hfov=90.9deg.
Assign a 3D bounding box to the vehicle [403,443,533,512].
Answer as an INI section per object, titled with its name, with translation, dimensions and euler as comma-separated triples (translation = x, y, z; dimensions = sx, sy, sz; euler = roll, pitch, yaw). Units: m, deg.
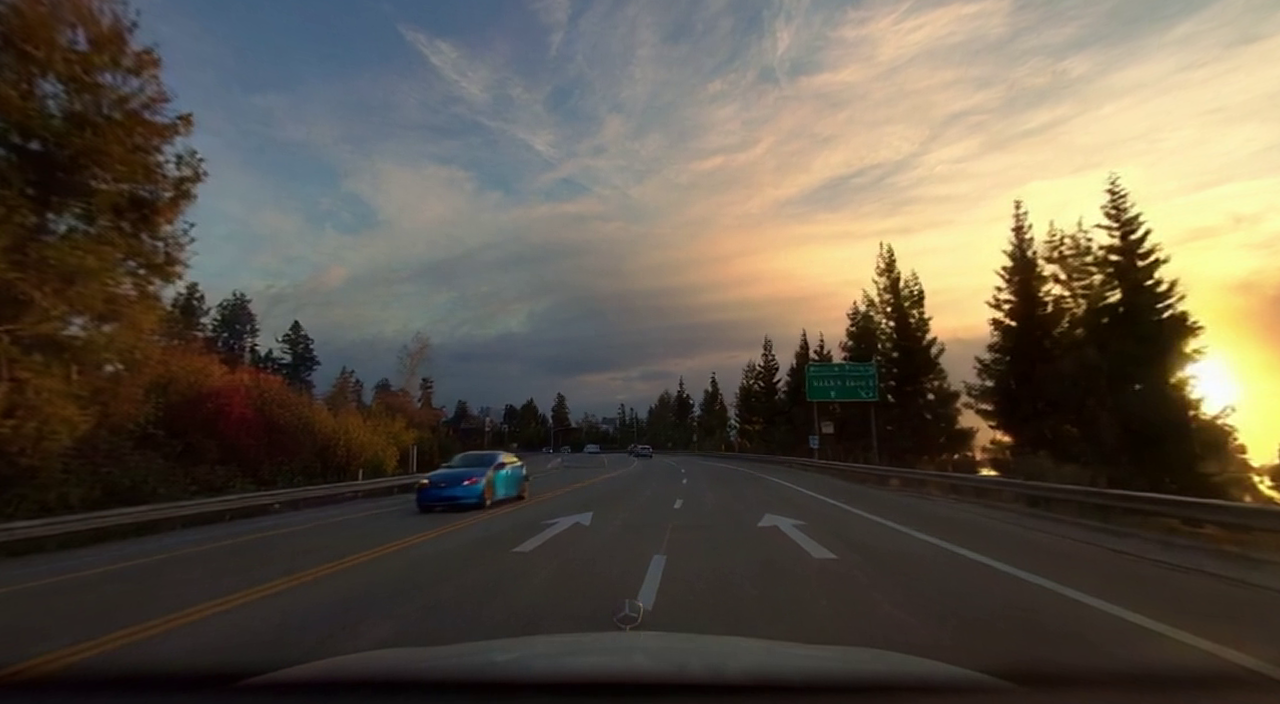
[vehicle]
translation = -4.644, 3.458, 17.845
dimensions = 2.095, 1.678, 4.421
euler = -1, -9, 5
